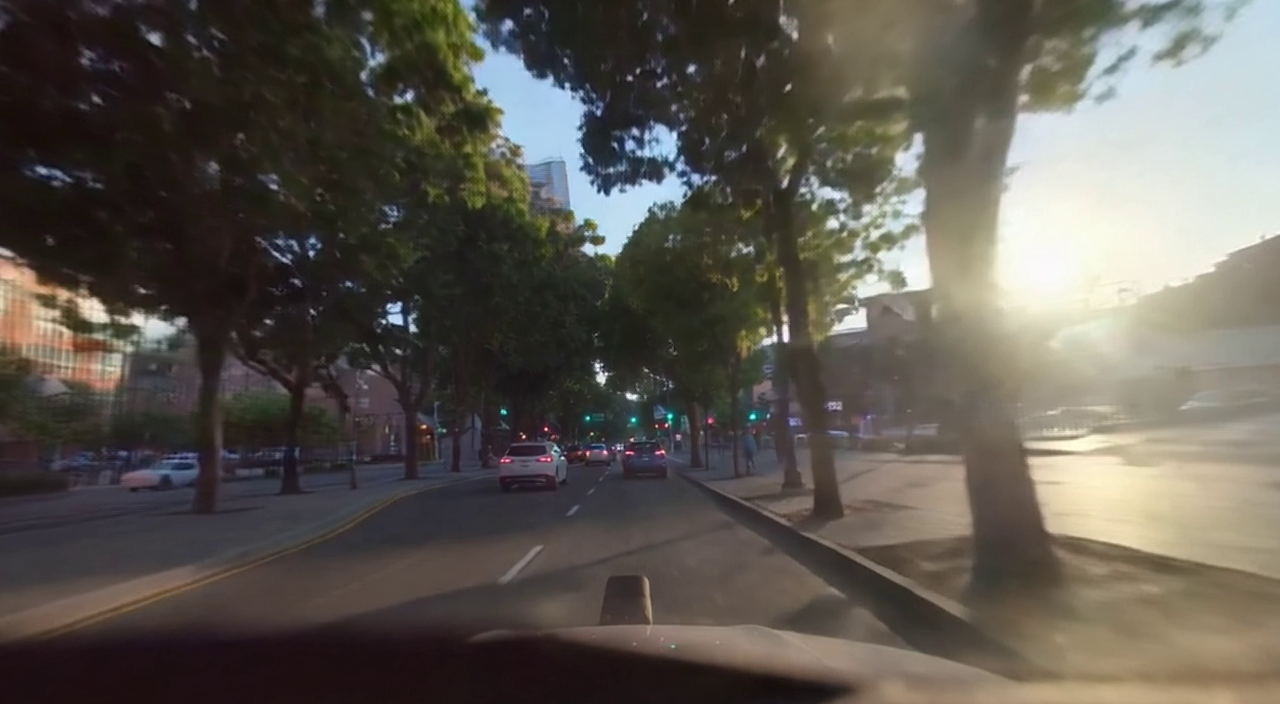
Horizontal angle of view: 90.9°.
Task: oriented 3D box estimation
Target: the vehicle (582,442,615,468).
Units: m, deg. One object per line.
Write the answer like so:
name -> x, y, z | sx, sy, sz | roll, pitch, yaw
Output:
vehicle -> -3.065, 7.697, 47.377 | 2.220, 1.847, 4.587 | 0, -8, 0

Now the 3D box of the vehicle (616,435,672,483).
vehicle -> 0.147, 4.323, 25.743 | 2.120, 1.758, 3.917 | 0, -8, 0

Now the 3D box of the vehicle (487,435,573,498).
vehicle -> -3.296, 3.502, 19.620 | 1.940, 1.722, 3.823 | 0, -8, 1

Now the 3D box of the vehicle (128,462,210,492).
vehicle -> -31.104, 8.233, 41.810 | 1.929, 1.671, 4.597 | 0, -8, -2
